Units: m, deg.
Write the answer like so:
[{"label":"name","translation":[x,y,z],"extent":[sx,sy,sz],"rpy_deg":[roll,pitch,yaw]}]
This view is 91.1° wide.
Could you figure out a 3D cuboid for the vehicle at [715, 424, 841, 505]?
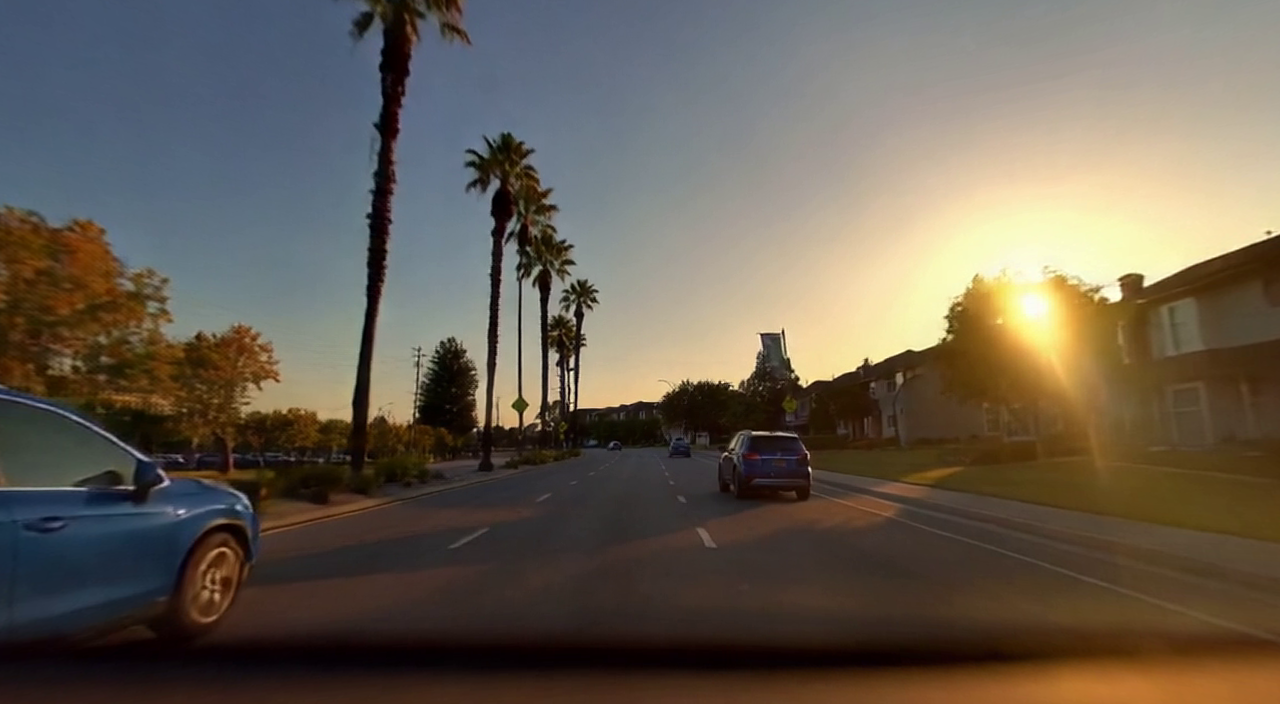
[{"label":"vehicle","translation":[3.390,2.885,16.516],"extent":[2.195,1.804,4.658],"rpy_deg":[0,-9,0]}]

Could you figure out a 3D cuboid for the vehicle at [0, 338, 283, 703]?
[{"label":"vehicle","translation":[-3.935,0.779,2.468],"extent":[2.150,1.768,4.868],"rpy_deg":[0,-9,0]}]
